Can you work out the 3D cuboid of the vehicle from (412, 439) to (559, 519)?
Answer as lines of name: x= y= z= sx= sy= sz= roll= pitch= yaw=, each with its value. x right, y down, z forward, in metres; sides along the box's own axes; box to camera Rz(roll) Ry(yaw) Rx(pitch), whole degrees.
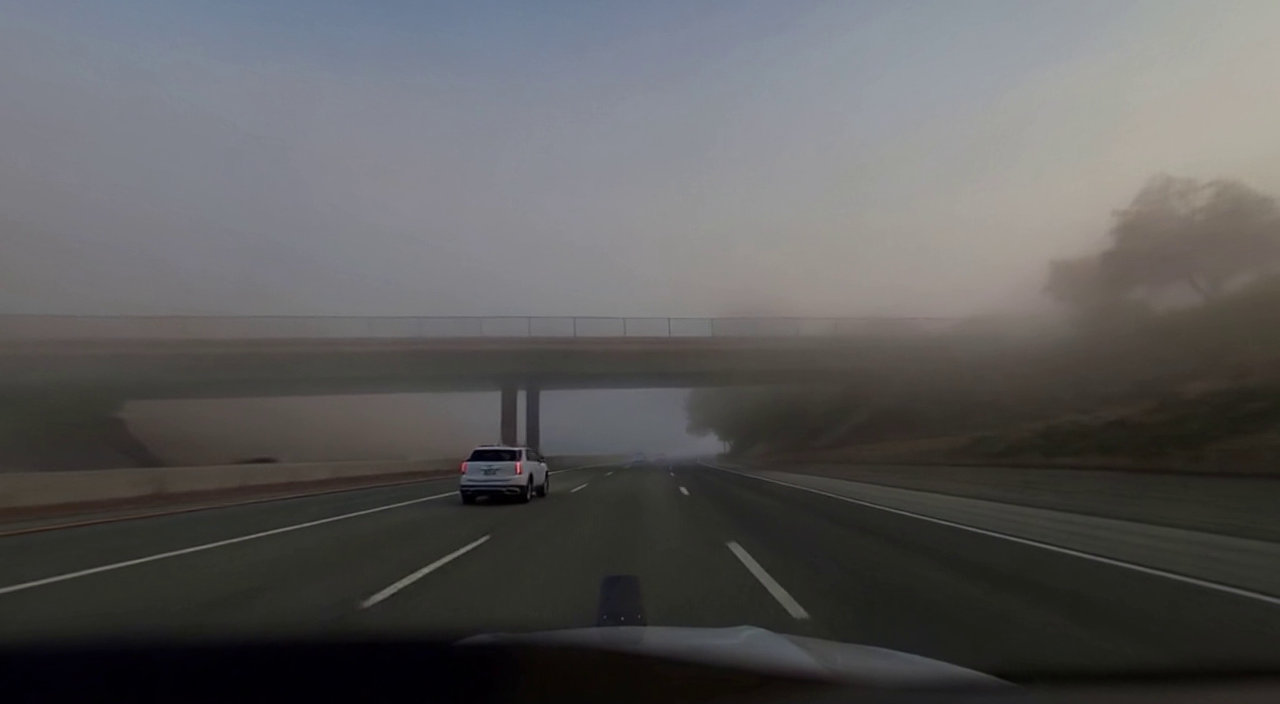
vehicle: x=-3.517 y=3.016 z=15.512 sx=2.274 sy=1.628 sz=4.807 roll=-1 pitch=-9 yaw=2
